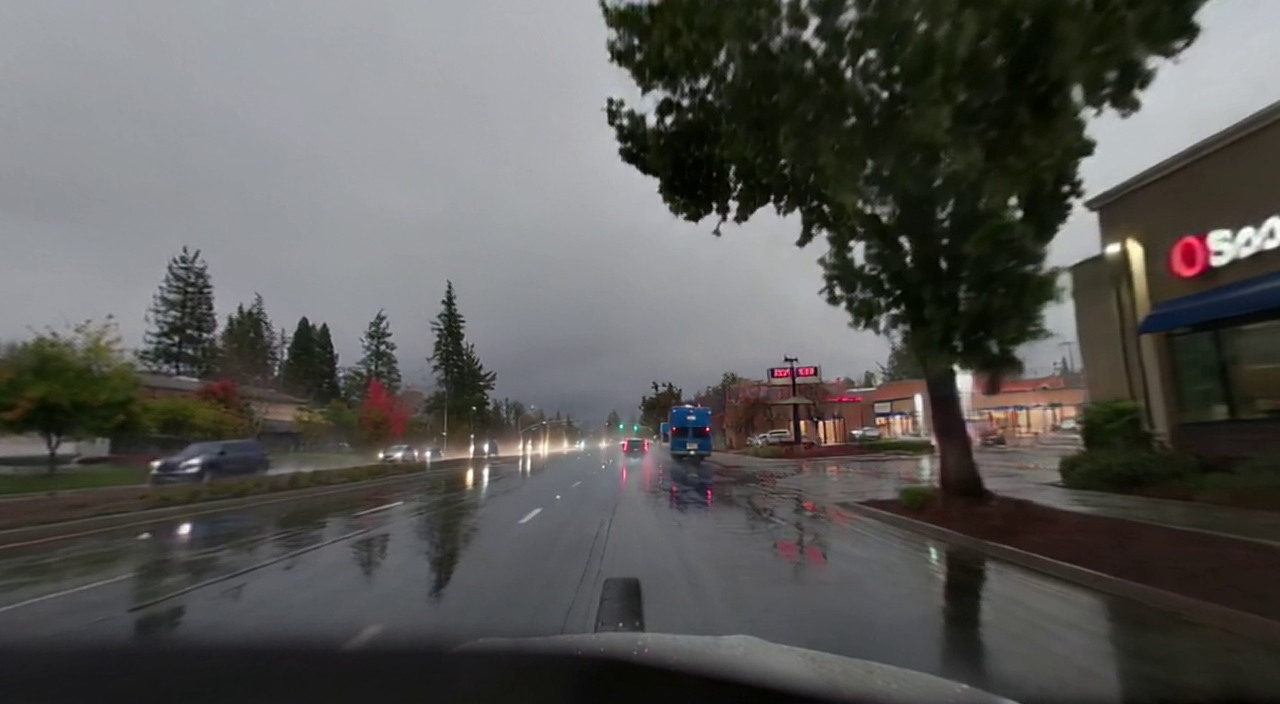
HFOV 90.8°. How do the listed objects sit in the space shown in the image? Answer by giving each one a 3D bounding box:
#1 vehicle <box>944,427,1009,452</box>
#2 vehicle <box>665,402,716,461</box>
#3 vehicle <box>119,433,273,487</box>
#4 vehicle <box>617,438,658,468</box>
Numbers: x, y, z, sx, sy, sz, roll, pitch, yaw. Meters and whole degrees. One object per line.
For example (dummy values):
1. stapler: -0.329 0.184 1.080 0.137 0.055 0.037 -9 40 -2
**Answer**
1. vehicle: 24.611 6.339 46.133 4.430 1.659 1.905 3 -8 -28
2. vehicle: 3.542 5.929 46.425 2.896 3.921 8.415 0 -9 -1
3. vehicle: -15.233 3.720 22.093 2.041 1.685 4.571 0 -9 0
4. vehicle: -0.184 5.544 34.729 2.103 1.506 4.742 0 -9 -2
